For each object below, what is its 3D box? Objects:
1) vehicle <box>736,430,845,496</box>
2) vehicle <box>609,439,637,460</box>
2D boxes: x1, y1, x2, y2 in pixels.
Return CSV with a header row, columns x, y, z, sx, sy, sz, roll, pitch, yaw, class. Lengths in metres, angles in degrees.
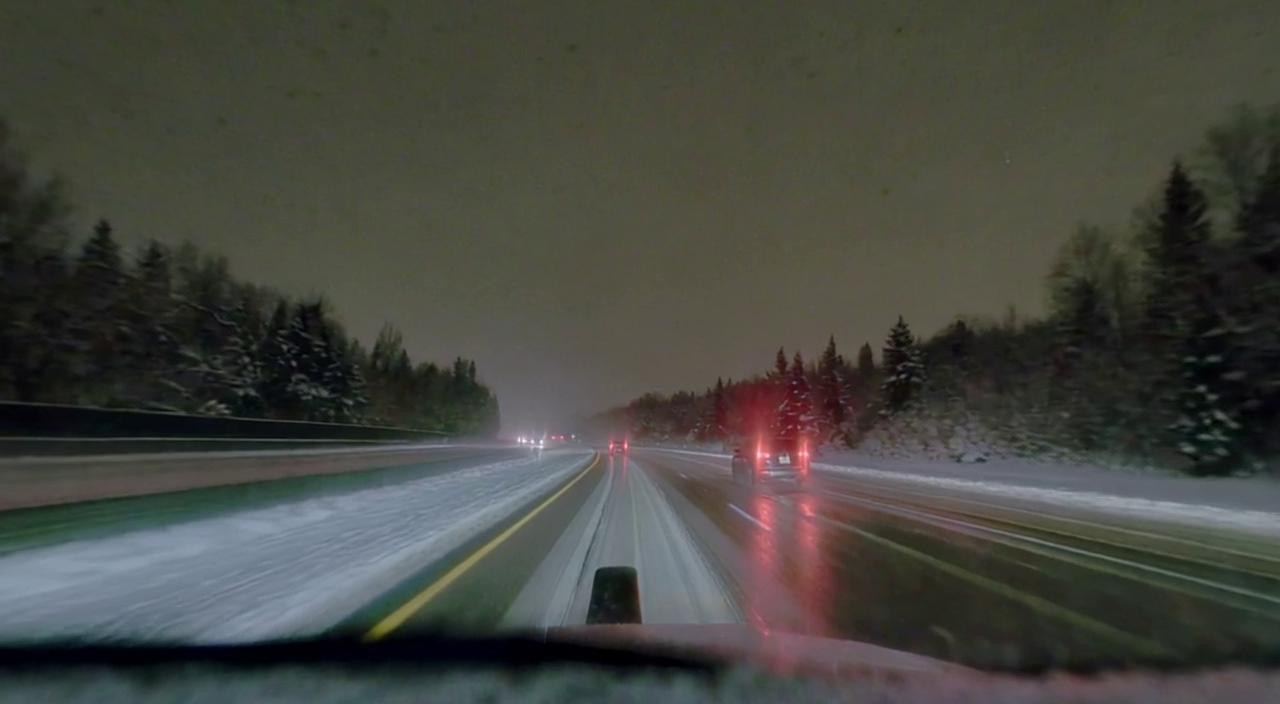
x,y,z,sx,sy,sz,roll,pitch,yaw,class
3.808,2.855,16.575,1.852,1.513,3.652,0,-8,-2,vehicle
-1.337,7.229,46.884,1.998,1.512,3.735,0,-8,-3,vehicle
